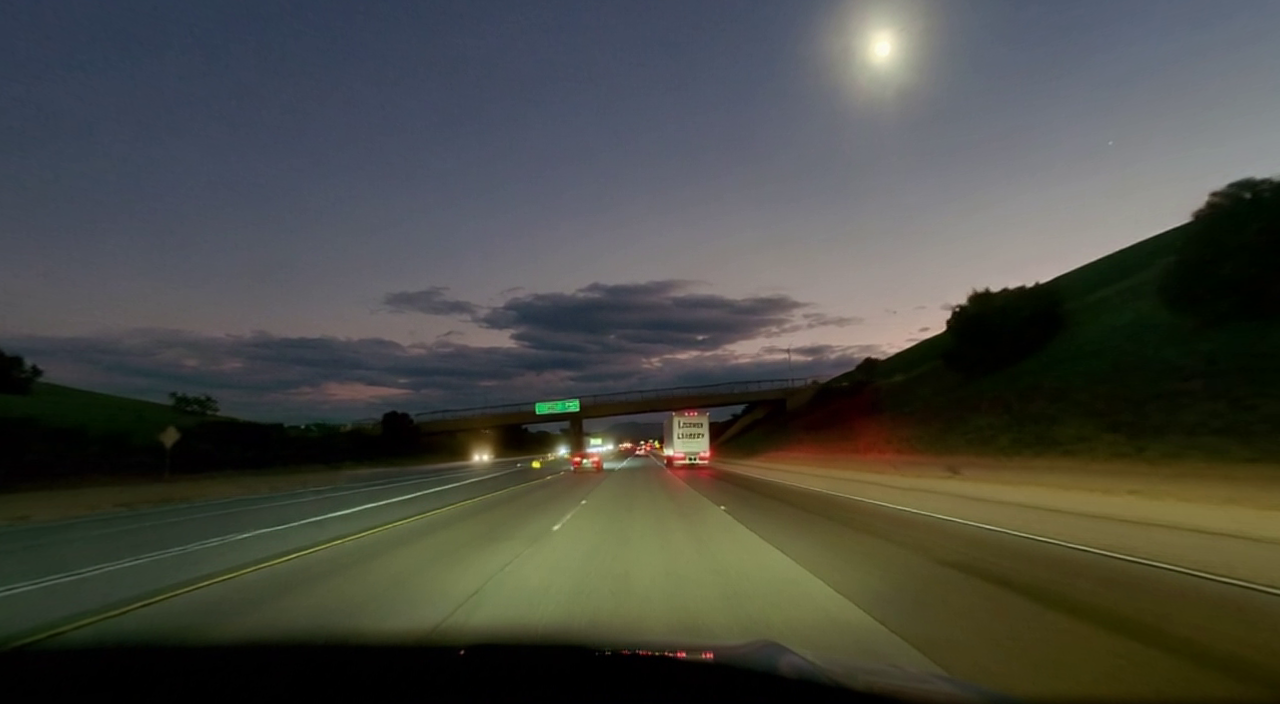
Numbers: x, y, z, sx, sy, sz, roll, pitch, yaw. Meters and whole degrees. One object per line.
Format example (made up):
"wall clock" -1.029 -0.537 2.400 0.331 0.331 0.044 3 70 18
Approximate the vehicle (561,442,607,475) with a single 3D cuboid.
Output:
"vehicle" -2.926 5.713 34.029 2.052 1.654 4.303 0 -9 0
